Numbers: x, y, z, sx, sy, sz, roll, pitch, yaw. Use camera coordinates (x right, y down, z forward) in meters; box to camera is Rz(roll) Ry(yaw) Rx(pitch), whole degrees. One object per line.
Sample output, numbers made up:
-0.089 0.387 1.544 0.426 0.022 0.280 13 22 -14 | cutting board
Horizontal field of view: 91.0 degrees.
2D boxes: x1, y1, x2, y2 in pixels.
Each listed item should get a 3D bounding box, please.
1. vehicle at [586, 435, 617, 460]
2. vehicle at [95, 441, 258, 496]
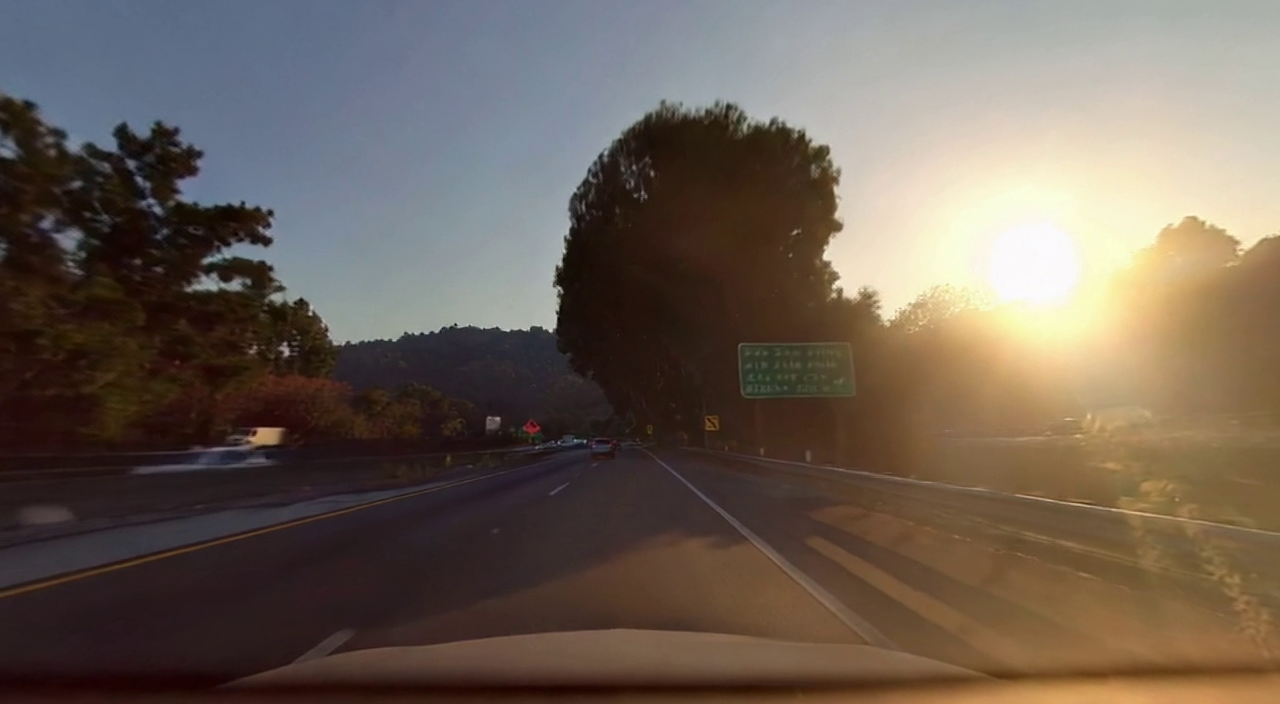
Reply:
-2.924 7.350 48.520 2.188 1.825 4.282 -1 -8 -2 | vehicle
-14.865 3.715 20.588 1.900 1.558 4.499 -1 -8 0 | vehicle
